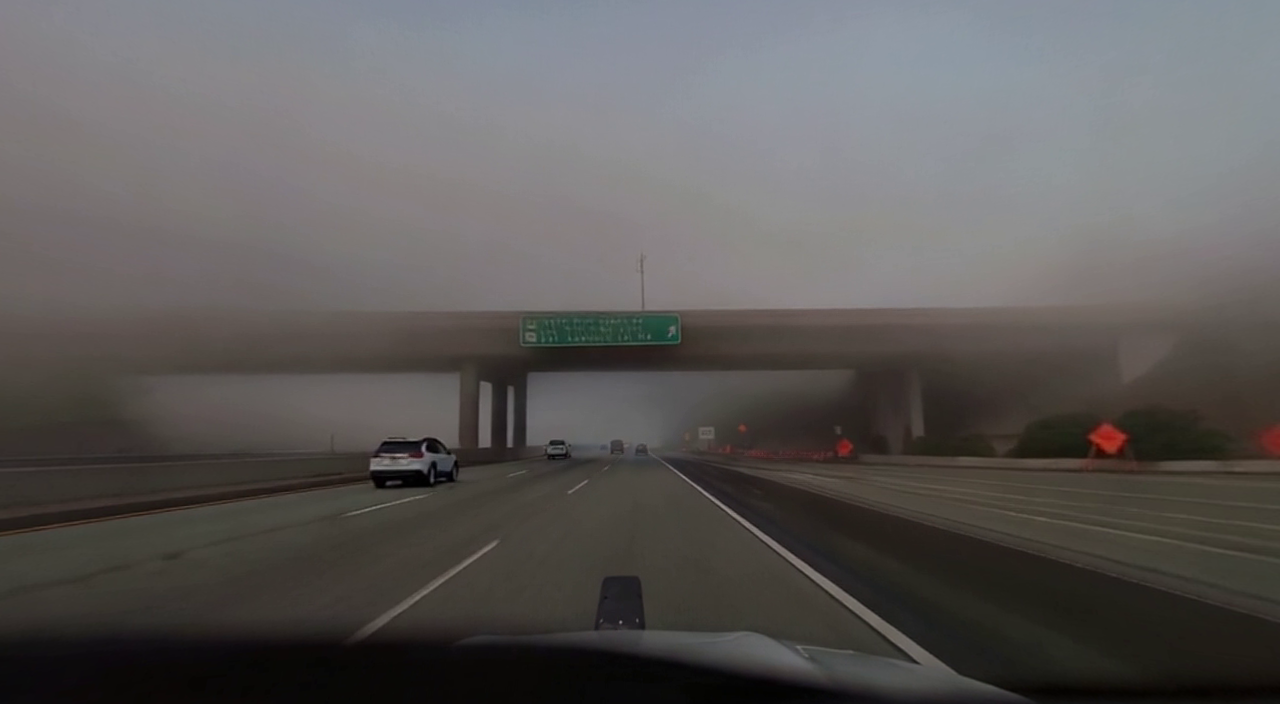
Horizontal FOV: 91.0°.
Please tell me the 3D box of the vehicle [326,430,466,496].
[{"bbox_3d":[-7.107,3.286,19.117,2.169,1.701,5.113,0,-8,0],"label":"vehicle"}]
